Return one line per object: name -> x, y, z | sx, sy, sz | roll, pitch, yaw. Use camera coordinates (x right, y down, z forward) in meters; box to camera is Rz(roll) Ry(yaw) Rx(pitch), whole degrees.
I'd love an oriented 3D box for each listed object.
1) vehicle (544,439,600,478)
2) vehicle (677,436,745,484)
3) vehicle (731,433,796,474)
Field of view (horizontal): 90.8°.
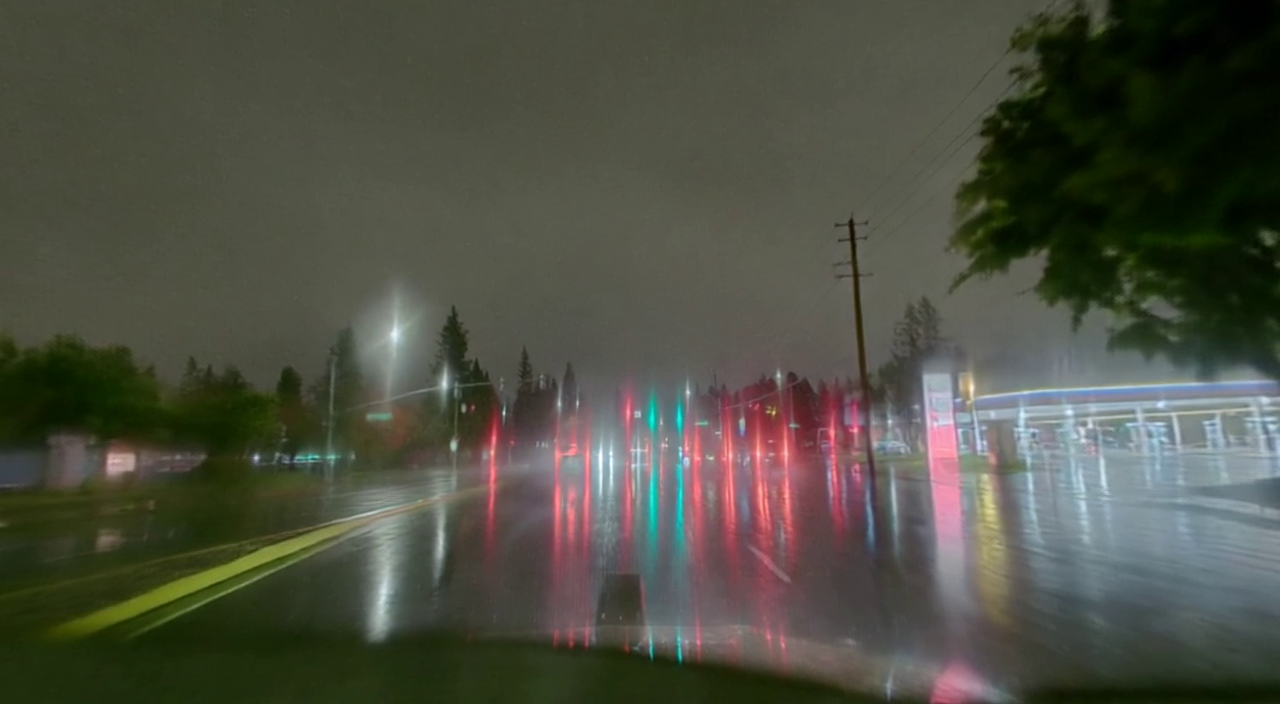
vehicle -> -3.390, 5.403, 32.321 | 2.261, 1.820, 4.255 | 0, -8, 2
vehicle -> 2.806, 4.396, 26.045 | 2.140, 1.800, 4.660 | 0, -8, -1
vehicle -> 7.033, 5.873, 36.740 | 2.510, 2.176, 5.527 | 0, -8, -2
